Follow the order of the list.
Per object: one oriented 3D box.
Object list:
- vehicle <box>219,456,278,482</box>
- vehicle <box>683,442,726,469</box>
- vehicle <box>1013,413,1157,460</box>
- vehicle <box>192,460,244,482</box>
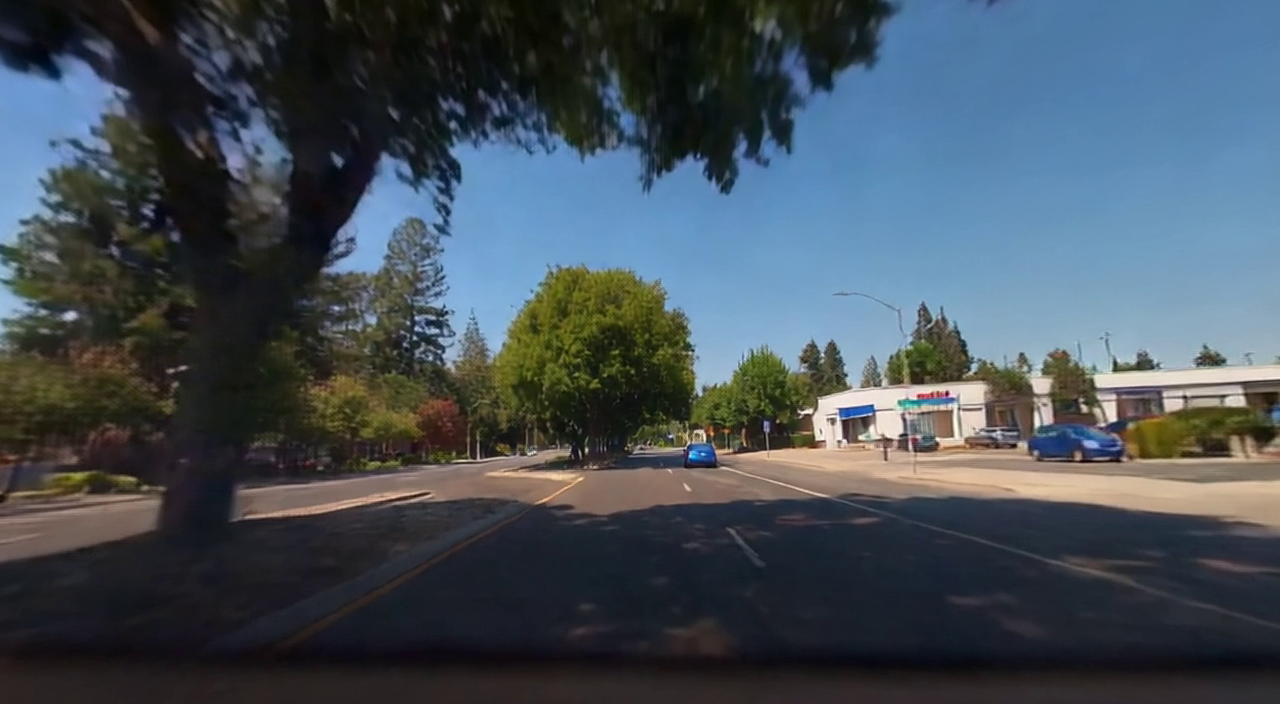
[{"bbox_3d":[-28.973,8.638,46.898,1.943,1.647,4.077,-3,-9,-2],"label":"vehicle"},{"bbox_3d":[3.587,5.811,35.808,1.929,1.411,4.284,0,-8,-1],"label":"vehicle"},{"bbox_3d":[19.827,3.859,28.618,2.247,1.917,5.791,0,-8,0],"label":"vehicle"},{"bbox_3d":[-31.698,8.956,47.554,1.738,1.466,3.540,1,-8,-5],"label":"vehicle"}]
